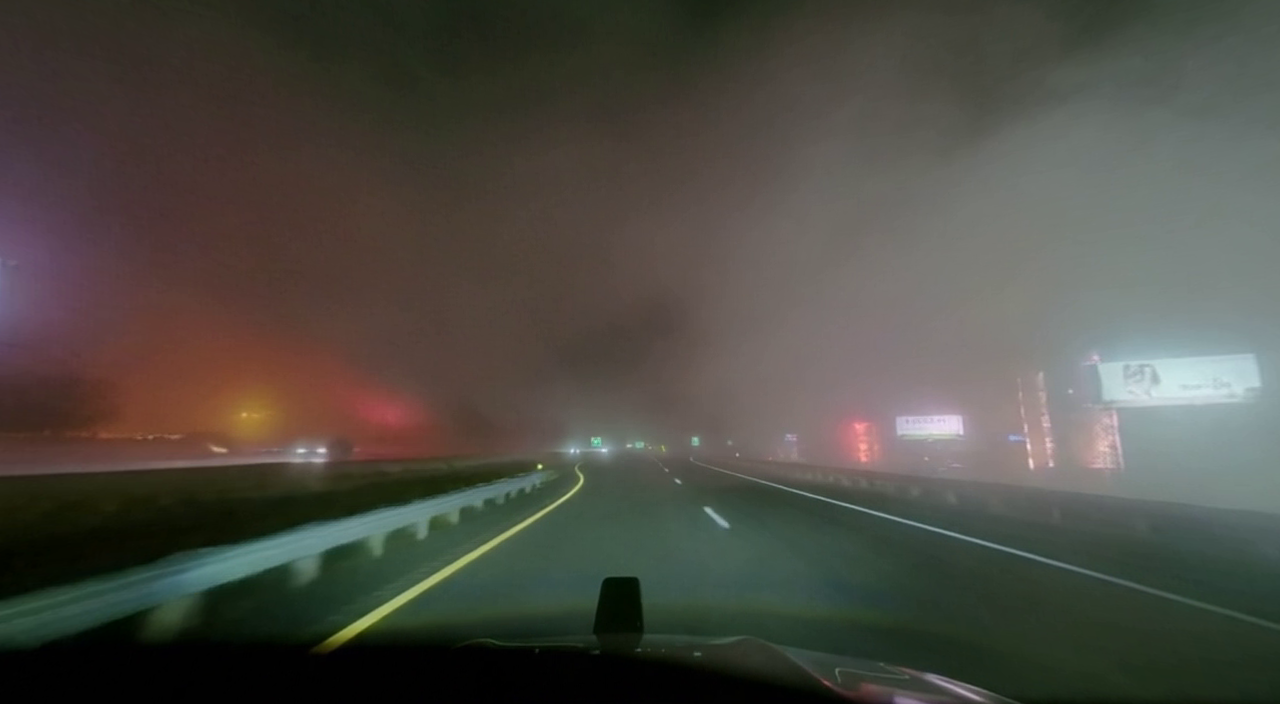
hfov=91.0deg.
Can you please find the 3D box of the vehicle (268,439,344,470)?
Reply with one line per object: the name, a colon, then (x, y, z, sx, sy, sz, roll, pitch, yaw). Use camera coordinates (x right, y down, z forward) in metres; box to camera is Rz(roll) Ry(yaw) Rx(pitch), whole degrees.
vehicle: (-20.601, 6.346, 39.101, 2.017, 1.843, 4.588, 0, -9, 2)
